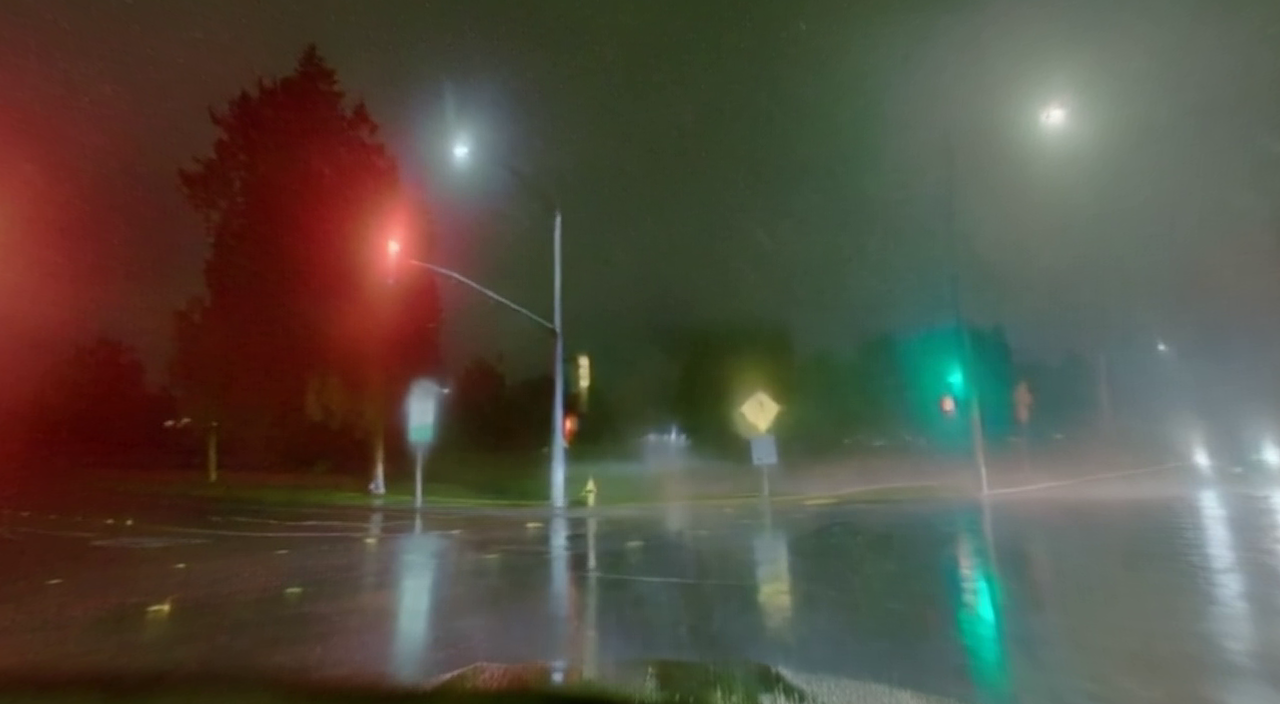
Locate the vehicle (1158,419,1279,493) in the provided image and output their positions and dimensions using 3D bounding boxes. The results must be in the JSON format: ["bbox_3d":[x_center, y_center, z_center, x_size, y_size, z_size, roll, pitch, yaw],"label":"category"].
[{"bbox_3d":[14.201,2.414,14.836,4.293,1.504,2.029,6,-11,-38],"label":"vehicle"}]
